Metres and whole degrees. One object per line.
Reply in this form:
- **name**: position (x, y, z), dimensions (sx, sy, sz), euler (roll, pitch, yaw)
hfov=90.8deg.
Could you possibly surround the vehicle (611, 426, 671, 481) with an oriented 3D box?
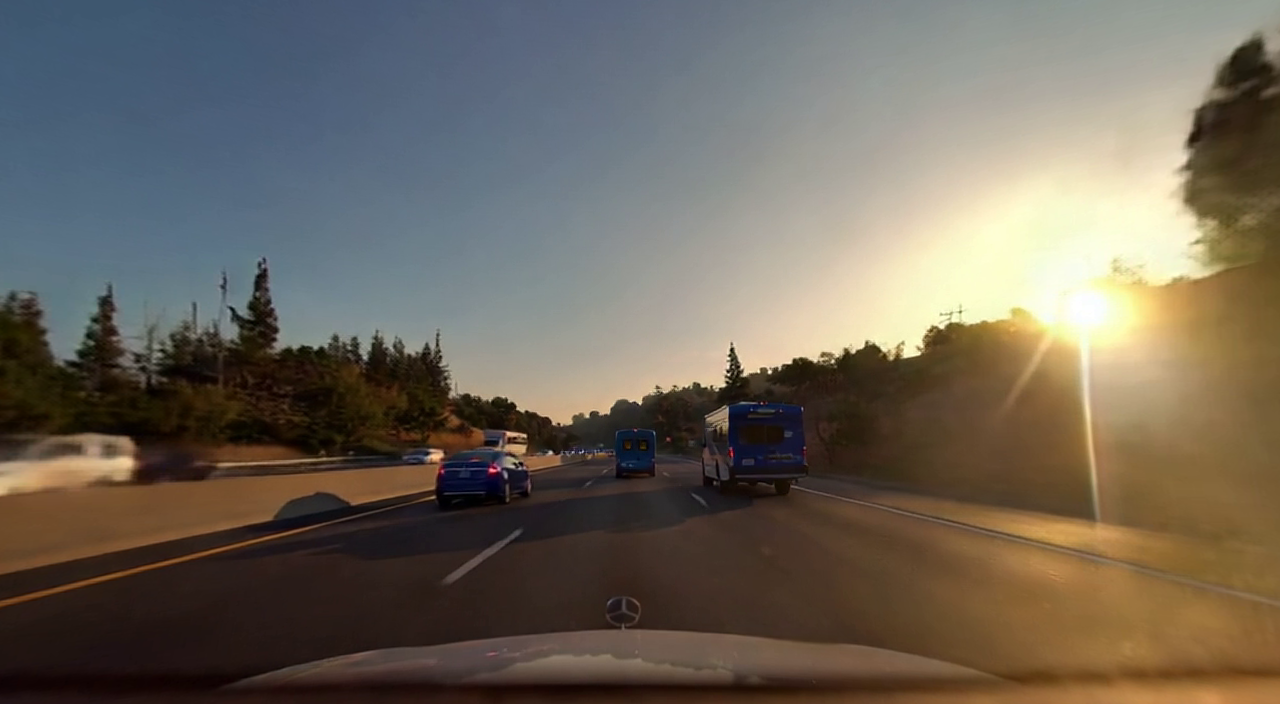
- **vehicle**: position (0.013, 4.667, 29.113), dimensions (2.524, 2.310, 4.986), euler (0, -9, 0)

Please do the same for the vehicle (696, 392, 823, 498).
- **vehicle**: position (3.608, 3.105, 21.008), dimensions (2.607, 2.910, 7.252), euler (0, -9, -1)

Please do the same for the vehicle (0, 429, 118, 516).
- **vehicle**: position (-15.713, 2.889, 15.239), dimensions (2.141, 1.949, 4.659), euler (0, -9, 0)

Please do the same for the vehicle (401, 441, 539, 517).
- **vehicle**: position (-3.777, 2.896, 14.947), dimensions (1.959, 1.502, 4.559), euler (0, -9, 0)
